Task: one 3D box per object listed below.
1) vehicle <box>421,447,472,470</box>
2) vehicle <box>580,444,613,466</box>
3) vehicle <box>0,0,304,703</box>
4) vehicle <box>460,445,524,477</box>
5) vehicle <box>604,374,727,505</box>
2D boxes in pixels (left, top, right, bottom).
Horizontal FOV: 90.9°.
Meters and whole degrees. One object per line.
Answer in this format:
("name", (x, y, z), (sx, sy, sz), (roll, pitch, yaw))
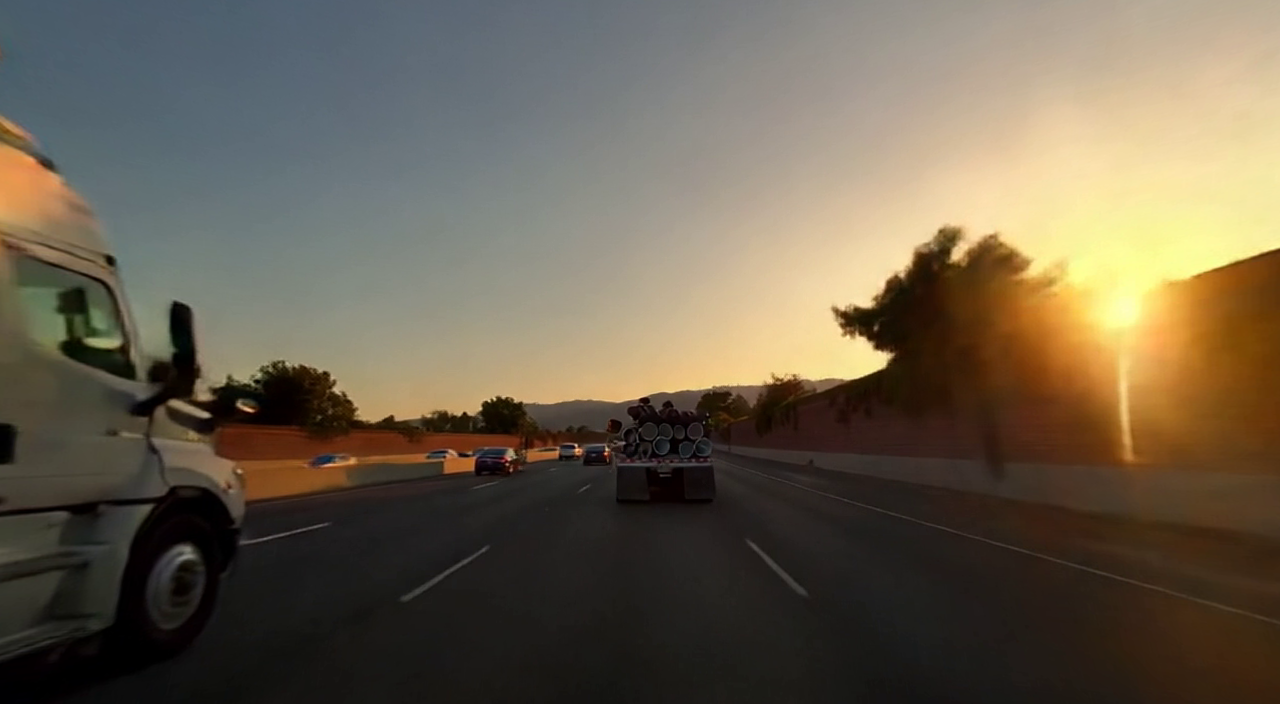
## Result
("vehicle", (-12.856, 7.086, 42.196), (1.908, 1.473, 4.552), (0, -8, 1))
("vehicle", (-3.114, 7.540, 46.327), (1.974, 1.475, 4.538), (0, -8, 1))
("vehicle", (-4.199, -0.145, 1.813), (2.998, 3.992, 5.800), (0, -8, 2))
("vehicle", (-7.389, 5.475, 32.072), (2.006, 1.458, 4.700), (0, -8, 2))
("vehicle", (0.362, 2.655, 19.067), (2.798, 3.071, 8.412), (0, -8, -4))
